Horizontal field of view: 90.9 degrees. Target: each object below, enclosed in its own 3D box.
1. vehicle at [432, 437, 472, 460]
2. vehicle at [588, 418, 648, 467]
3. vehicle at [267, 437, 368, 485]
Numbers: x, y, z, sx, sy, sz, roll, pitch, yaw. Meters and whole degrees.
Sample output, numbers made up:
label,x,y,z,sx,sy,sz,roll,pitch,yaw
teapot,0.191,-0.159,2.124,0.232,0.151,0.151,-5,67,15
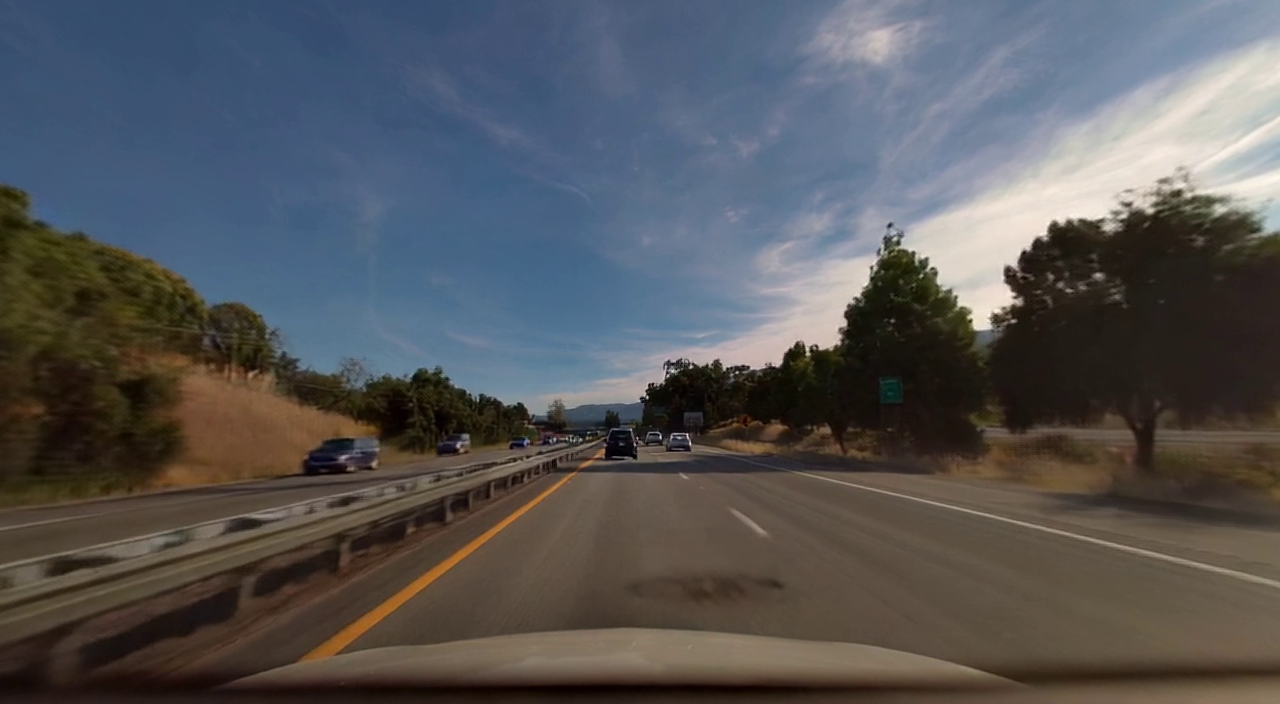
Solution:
label,x,y,z,sx,sy,sz,roll,pitch,yaw
vehicle,-14.489,7.447,48.764,1.878,1.649,3.987,0,-8,0
vehicle,-0.985,4.134,28.996,2.503,2.044,4.633,0,-8,-1
vehicle,-12.358,4.151,24.454,1.940,1.665,3.934,0,-8,-2
